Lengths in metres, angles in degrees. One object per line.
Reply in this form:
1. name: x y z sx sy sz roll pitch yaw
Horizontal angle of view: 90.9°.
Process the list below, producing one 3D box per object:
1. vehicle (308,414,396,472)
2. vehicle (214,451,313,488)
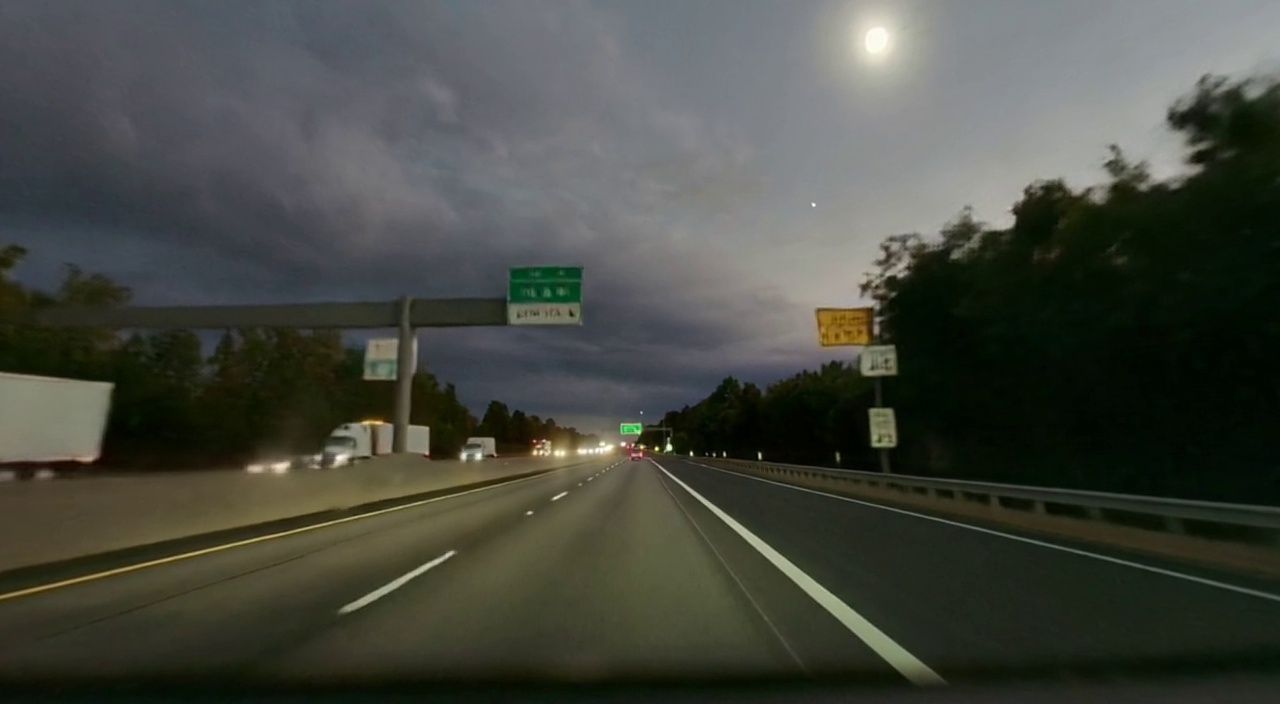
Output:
1. vehicle: -21.084 6.772 46.809 2.969 3.921 7.766 0 -9 -2
2. vehicle: -16.145 5.035 27.289 1.763 1.426 4.199 0 -9 -2
